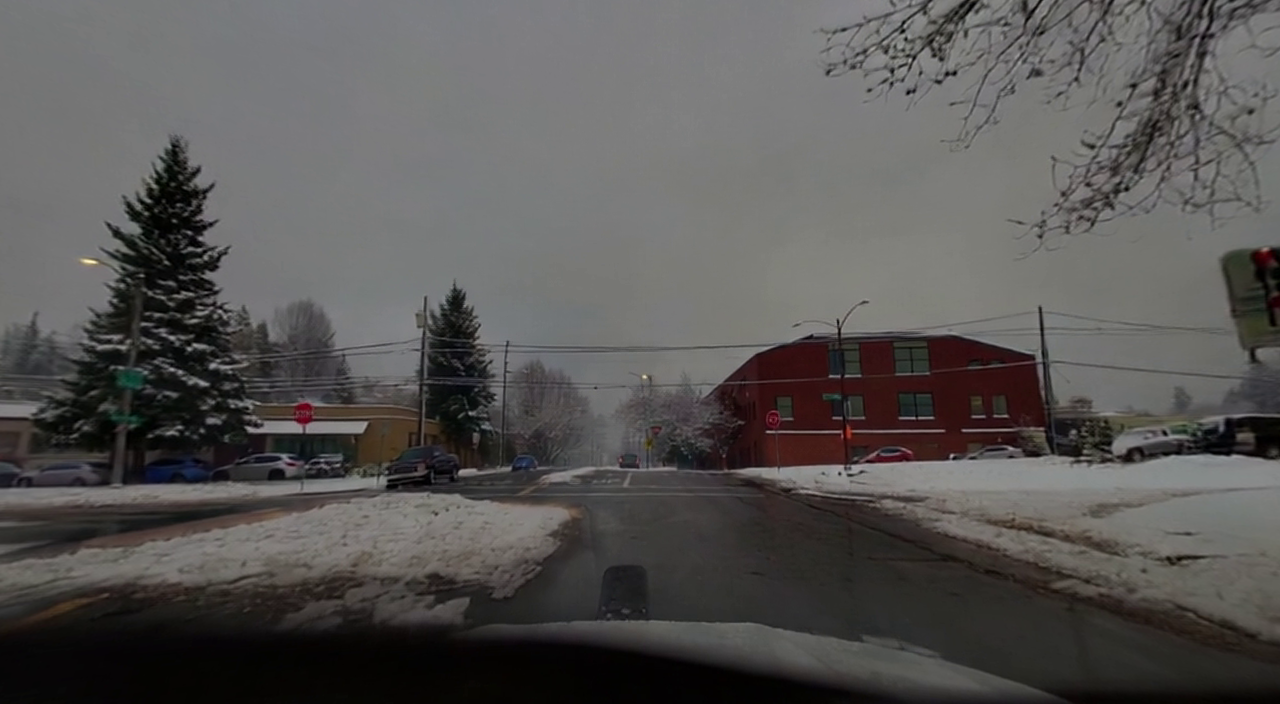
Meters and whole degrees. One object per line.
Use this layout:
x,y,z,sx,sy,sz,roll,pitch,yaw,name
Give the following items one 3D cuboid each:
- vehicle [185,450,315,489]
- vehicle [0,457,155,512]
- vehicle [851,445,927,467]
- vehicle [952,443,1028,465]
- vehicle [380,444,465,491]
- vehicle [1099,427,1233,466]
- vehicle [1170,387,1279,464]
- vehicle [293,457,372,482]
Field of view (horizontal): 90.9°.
-17.984,5.397,29.281,2.010,1.583,4.582,-6,-10,34,vehicle
-16.739,3.762,18.114,4.233,1.432,1.755,-1,-9,5,vehicle
17.625,7.369,44.677,4.528,1.458,1.939,1,-7,-5,vehicle
25.087,7.285,45.195,4.323,1.507,1.896,0,-8,-4,vehicle
-8.874,4.693,26.212,2.156,1.620,4.945,0,-7,-5,vehicle
28.679,5.121,34.482,5.277,2.032,2.408,1,-7,-4,vehicle
32.959,3.726,31.472,10.986,3.604,2.707,1,-10,-6,vehicle
-20.521,7.841,42.196,4.277,1.527,1.987,0,-8,-3,vehicle
